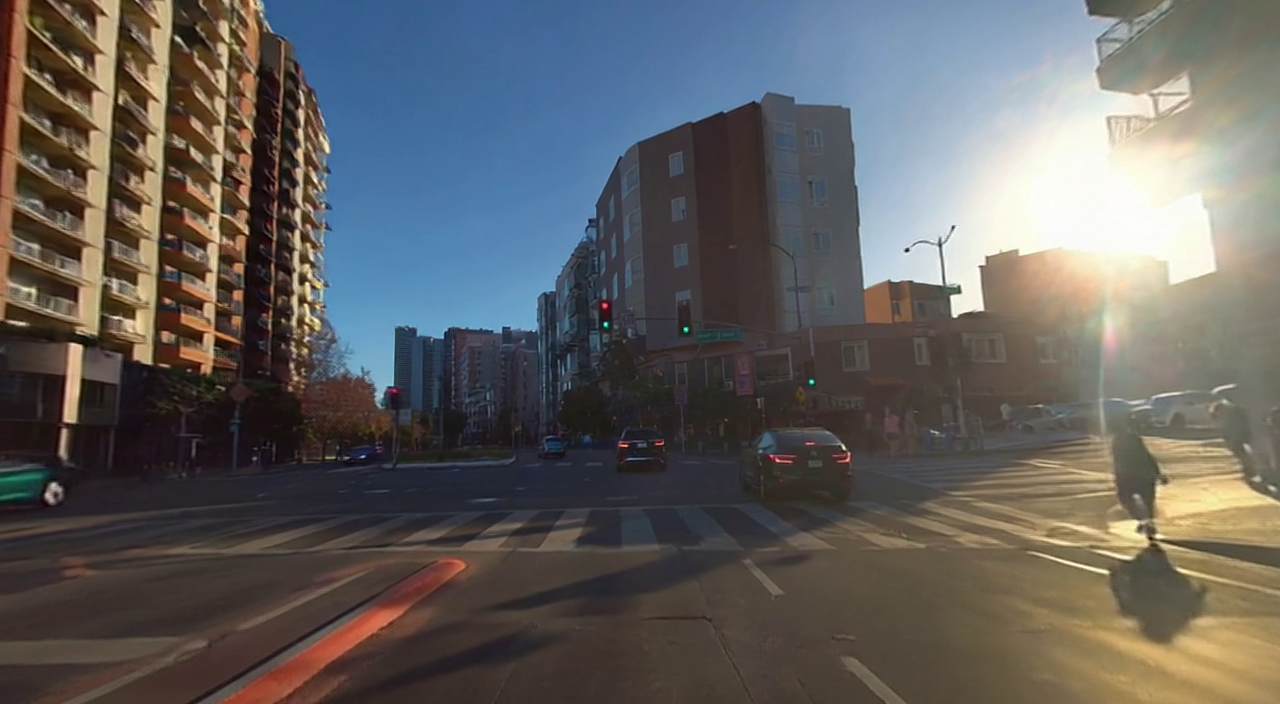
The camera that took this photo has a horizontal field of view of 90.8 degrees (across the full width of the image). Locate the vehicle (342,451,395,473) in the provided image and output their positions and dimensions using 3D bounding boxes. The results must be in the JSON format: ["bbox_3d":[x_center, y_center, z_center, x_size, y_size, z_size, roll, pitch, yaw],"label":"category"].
[{"bbox_3d":[-20.215,8.177,47.199,1.979,1.488,4.473,0,-8,0],"label":"vehicle"}]

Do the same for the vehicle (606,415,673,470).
[{"bbox_3d":[0.026,3.260,22.747,2.168,1.776,4.135,0,-8,1],"label":"vehicle"}]

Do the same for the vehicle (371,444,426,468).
[{"bbox_3d":[-17.071,7.372,44.952,2.011,1.630,4.541,0,-8,2],"label":"vehicle"}]

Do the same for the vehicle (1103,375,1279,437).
[{"bbox_3d":[20.276,1.975,22.811,5.146,1.699,2.269,-5,-9,0],"label":"vehicle"}]

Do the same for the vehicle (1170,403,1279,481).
[{"bbox_3d":[13.896,1.848,12.960,4.354,1.466,1.863,0,-8,-1],"label":"vehicle"}]

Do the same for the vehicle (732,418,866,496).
[{"bbox_3d":[3.516,2.439,14.964,1.987,1.538,4.510,0,-8,0],"label":"vehicle"}]
